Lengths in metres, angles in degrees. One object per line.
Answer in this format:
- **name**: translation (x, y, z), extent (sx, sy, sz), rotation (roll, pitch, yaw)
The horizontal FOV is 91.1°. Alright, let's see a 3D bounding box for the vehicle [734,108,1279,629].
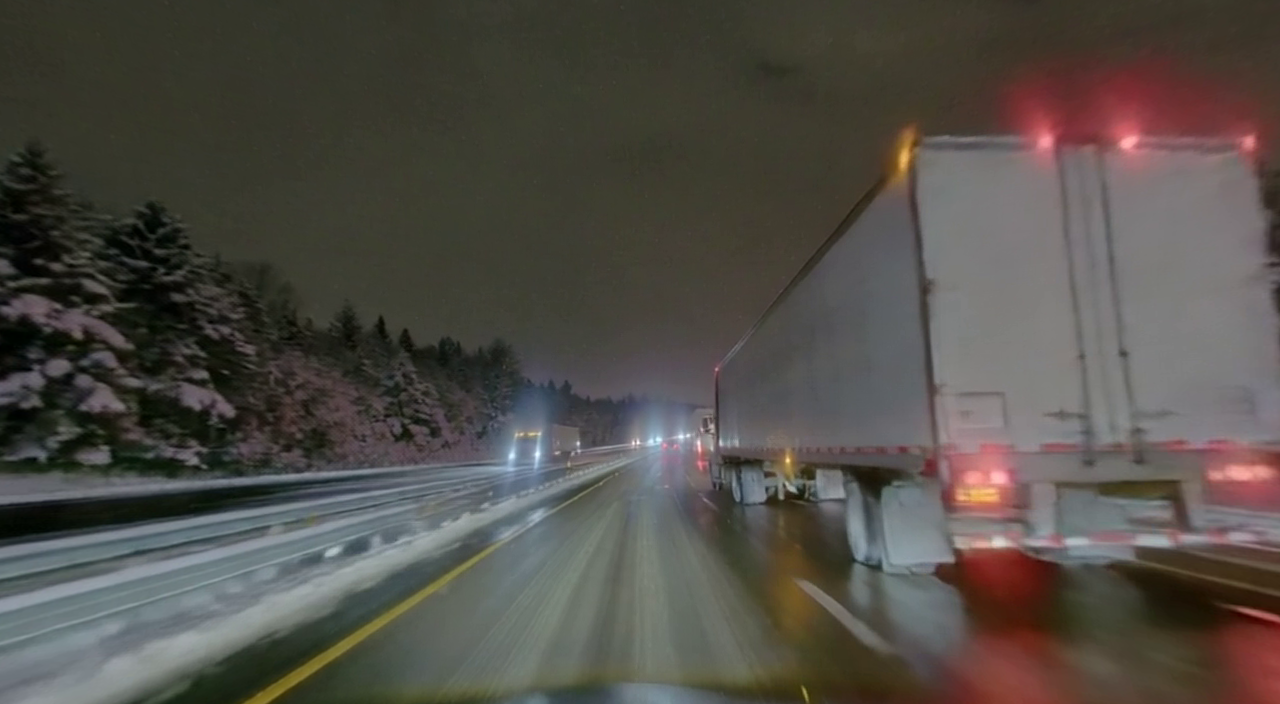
- **vehicle**: translation (4.044, 0.964, 11.035), extent (2.965, 4.028, 12.529), rotation (0, -9, 1)
